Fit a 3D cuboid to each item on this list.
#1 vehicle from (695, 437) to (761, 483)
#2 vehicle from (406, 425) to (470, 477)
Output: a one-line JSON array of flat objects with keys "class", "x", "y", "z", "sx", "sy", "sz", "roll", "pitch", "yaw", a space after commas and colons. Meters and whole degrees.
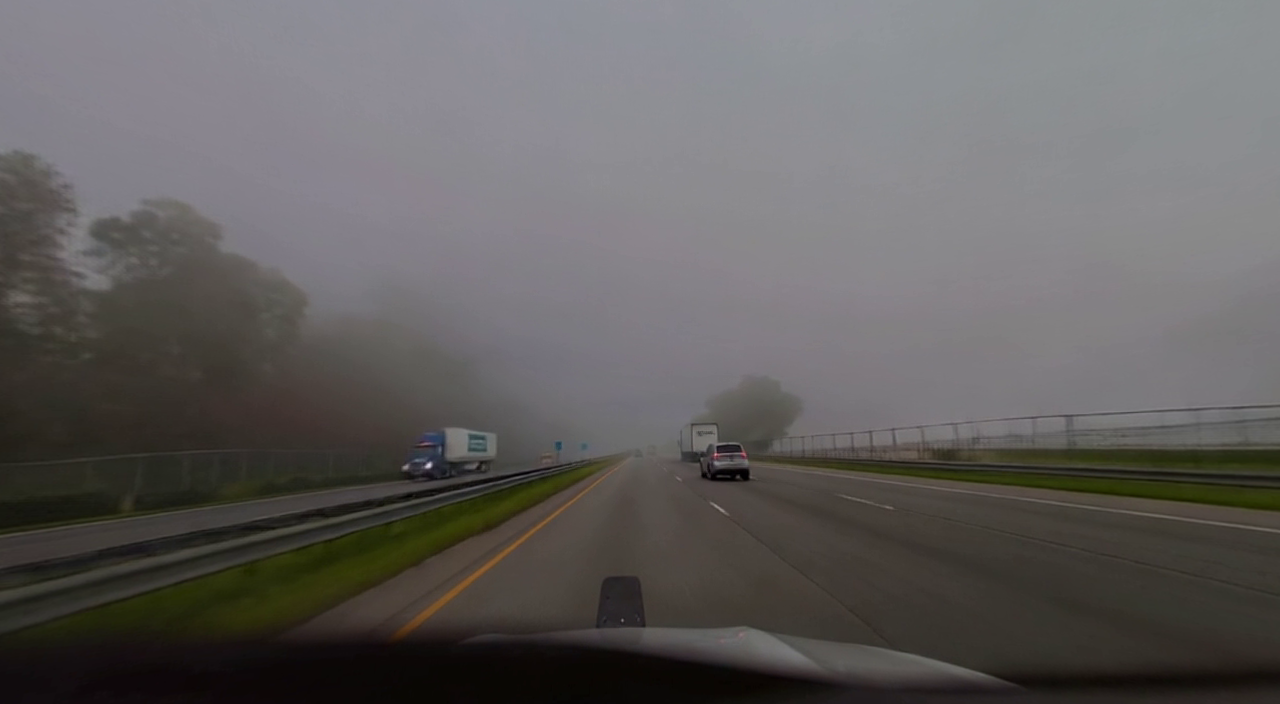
[{"class": "vehicle", "x": 3.583, "y": 4.517, "z": 26.469, "sx": 2.093, "sy": 1.742, "sz": 4.167, "roll": 0, "pitch": -9, "yaw": -1}, {"class": "vehicle", "x": -15.752, "y": 7.755, "z": 49.595, "sx": 3.060, "sy": 3.798, "sz": 5.974, "roll": 0, "pitch": -9, "yaw": -1}]
